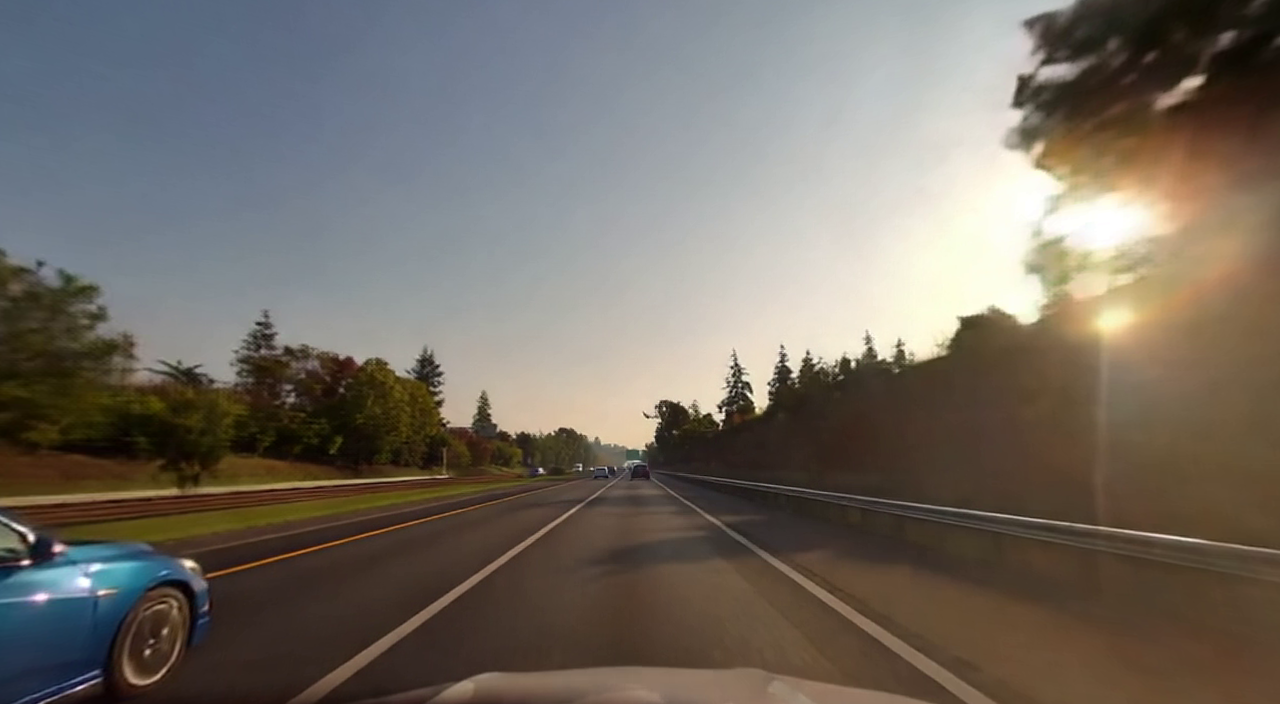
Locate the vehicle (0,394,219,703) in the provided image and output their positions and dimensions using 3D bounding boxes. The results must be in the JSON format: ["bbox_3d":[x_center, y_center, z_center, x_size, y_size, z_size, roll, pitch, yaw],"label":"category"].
[{"bbox_3d":[-3.456,0.749,1.535,2.017,1.516,4.041,1,-11,0],"label":"vehicle"}]
